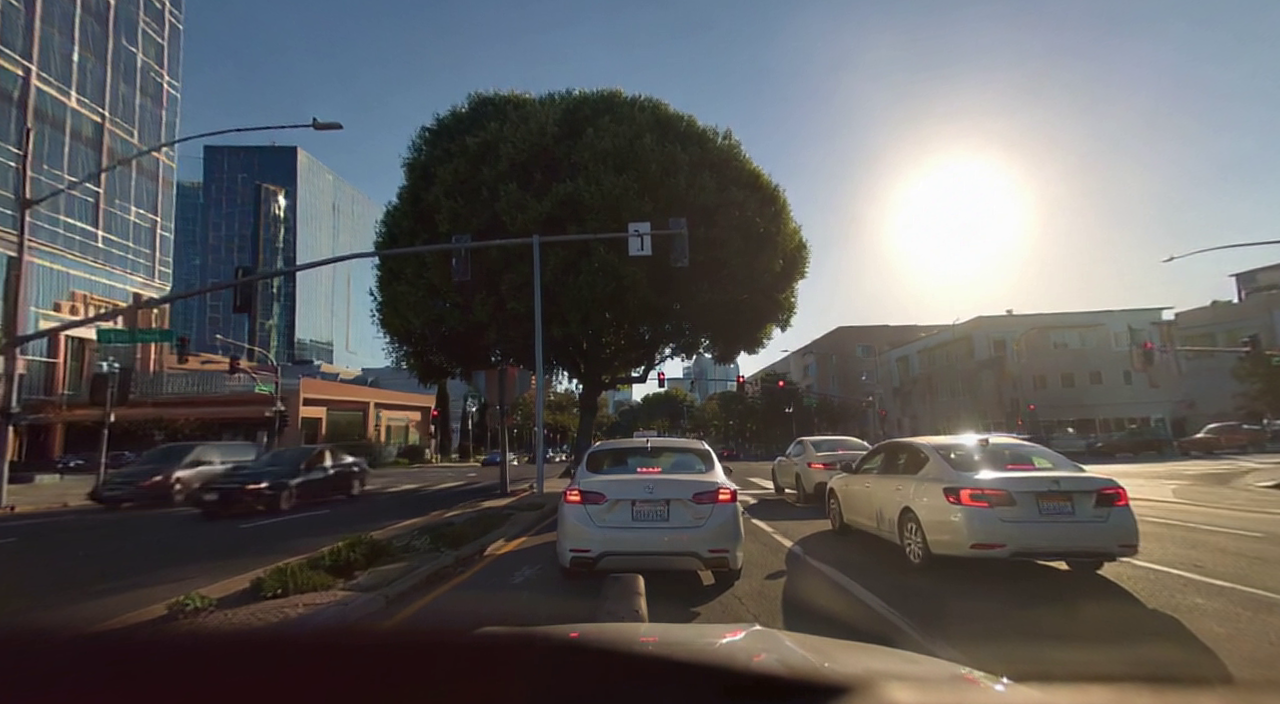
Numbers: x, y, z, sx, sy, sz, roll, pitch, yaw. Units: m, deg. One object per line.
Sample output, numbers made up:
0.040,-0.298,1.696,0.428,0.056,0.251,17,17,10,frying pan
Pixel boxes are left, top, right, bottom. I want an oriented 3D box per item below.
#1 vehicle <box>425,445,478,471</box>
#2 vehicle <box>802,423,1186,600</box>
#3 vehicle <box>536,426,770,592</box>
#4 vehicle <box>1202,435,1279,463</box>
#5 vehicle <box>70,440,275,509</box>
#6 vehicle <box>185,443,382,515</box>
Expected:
-11.705,6.598,39.539,1.922,1.466,4.422,0,-9,1,vehicle
3.621,1.713,7.735,2.018,1.491,4.544,0,-9,-1,vehicle
0.095,1.717,7.731,2.087,1.468,4.014,0,-9,-1,vehicle
35.225,5.535,36.156,4.190,1.535,1.998,0,-9,-1,vehicle
-12.732,3.329,17.734,2.166,1.659,4.654,0,-9,0,vehicle
-8.393,3.007,15.522,2.090,1.475,4.616,0,-9,1,vehicle
